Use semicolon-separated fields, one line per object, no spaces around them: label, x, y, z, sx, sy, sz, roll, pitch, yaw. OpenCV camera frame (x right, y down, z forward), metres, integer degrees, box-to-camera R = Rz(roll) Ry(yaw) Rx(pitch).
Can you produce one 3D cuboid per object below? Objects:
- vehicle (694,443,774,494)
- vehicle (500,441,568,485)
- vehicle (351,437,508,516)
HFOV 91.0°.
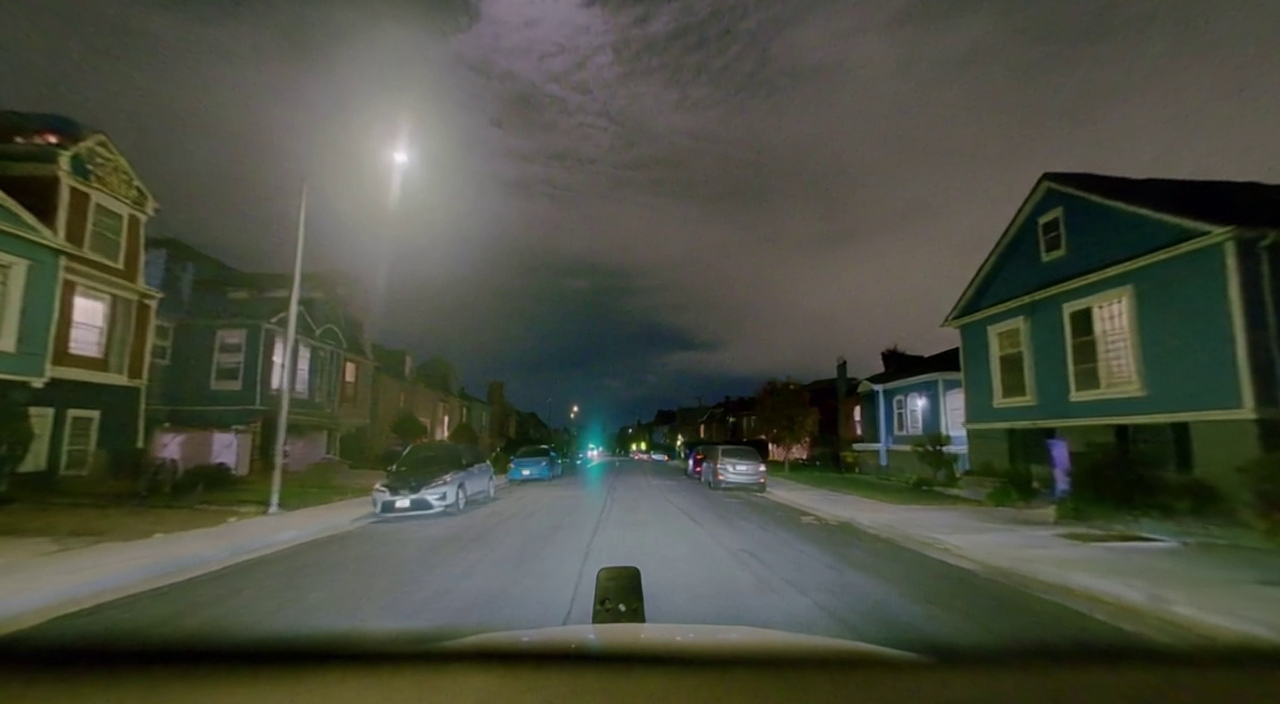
vehicle;3.008;3.817;21.100;1.888;1.484;4.476;0;-8;-1
vehicle;-4.315;4.577;26.342;2.089;1.508;4.537;2;-7;-1
vehicle;-4.542;2.738;14.623;2.020;1.470;5.300;0;-8;-2
